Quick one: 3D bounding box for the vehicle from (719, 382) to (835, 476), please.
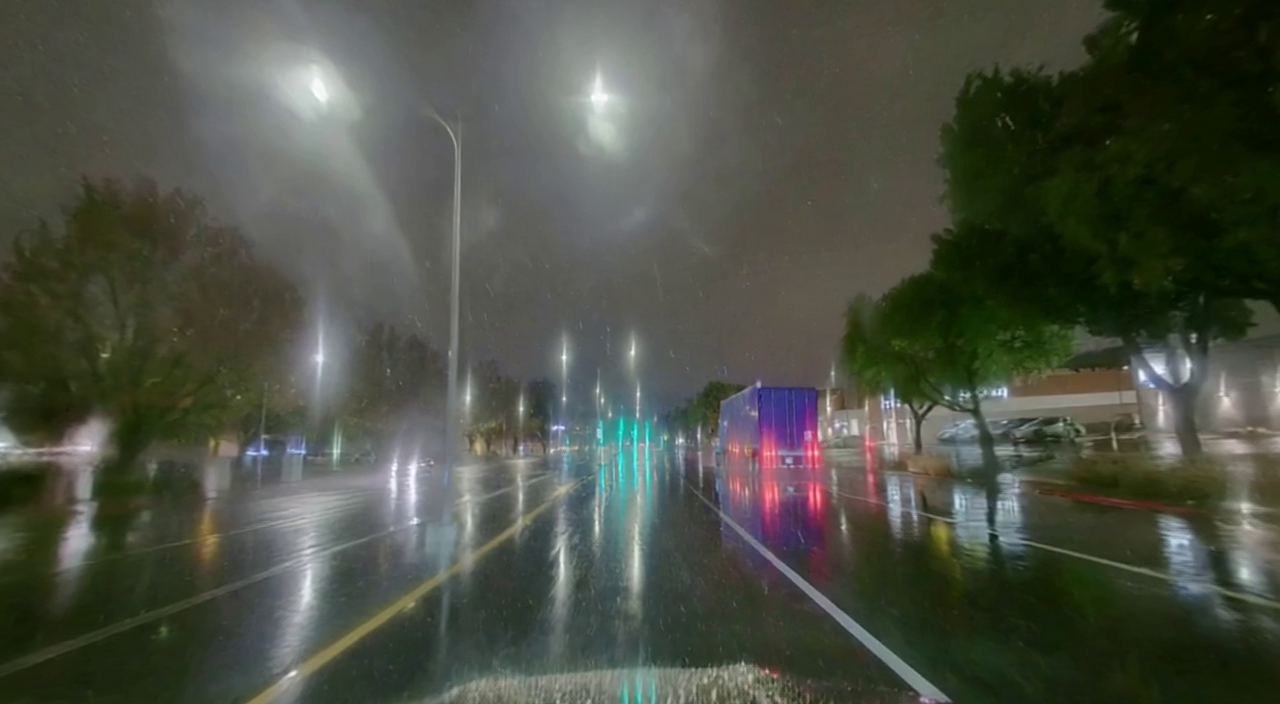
[{"bbox_3d":[6.312,3.982,31.556,3.120,3.794,11.510,0,-8,0],"label":"vehicle"}]

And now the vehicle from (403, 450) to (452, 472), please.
[{"bbox_3d":[-15.584,7.983,46.619,1.901,1.487,4.711,0,-8,1],"label":"vehicle"}]
